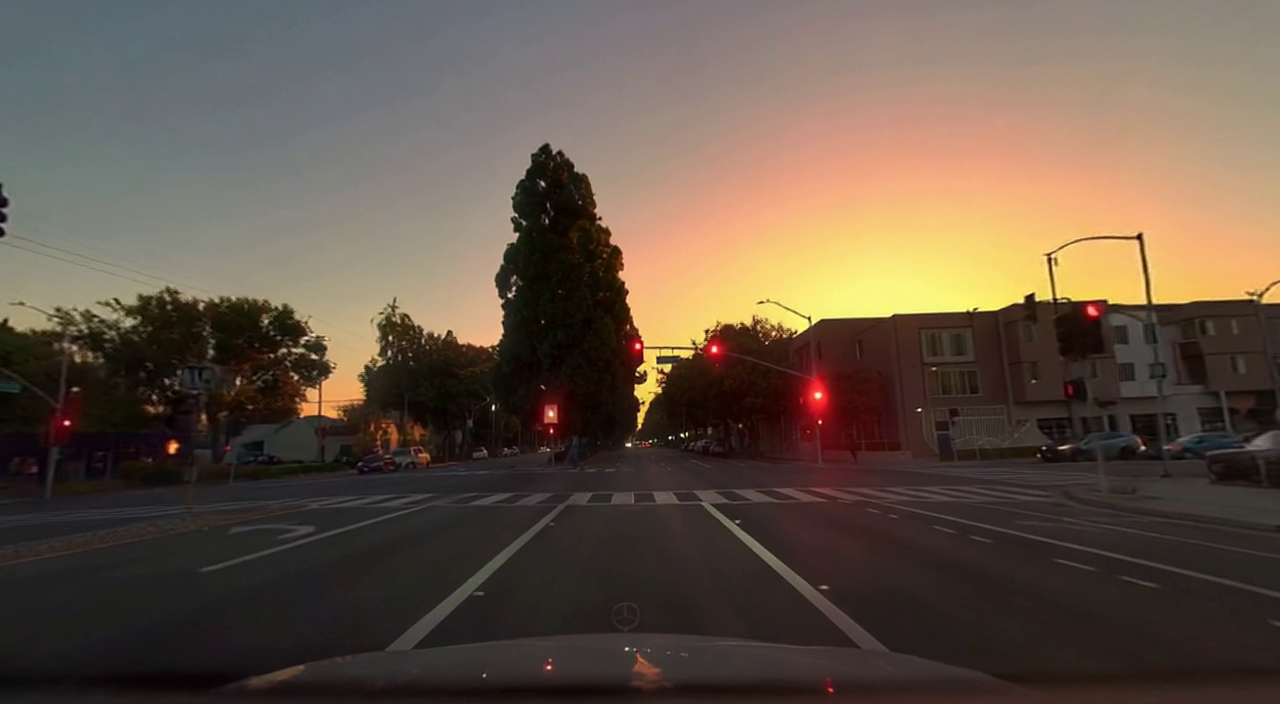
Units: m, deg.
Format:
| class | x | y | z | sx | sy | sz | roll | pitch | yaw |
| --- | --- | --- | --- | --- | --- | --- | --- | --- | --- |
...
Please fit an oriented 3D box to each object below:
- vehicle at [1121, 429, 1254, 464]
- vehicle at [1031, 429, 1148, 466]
| class | x | y | z | sx | sy | sz | roll | pitch | yaw |
| --- | --- | --- | --- | --- | --- | --- | --- | --- | --- |
| vehicle | 27.321 | 4.727 | 31.621 | 4.910 | 1.644 | 2.032 | 0 | -9 | -4 |
| vehicle | 22.091 | 4.692 | 31.144 | 4.323 | 1.746 | 1.872 | 0 | -9 | -3 |
